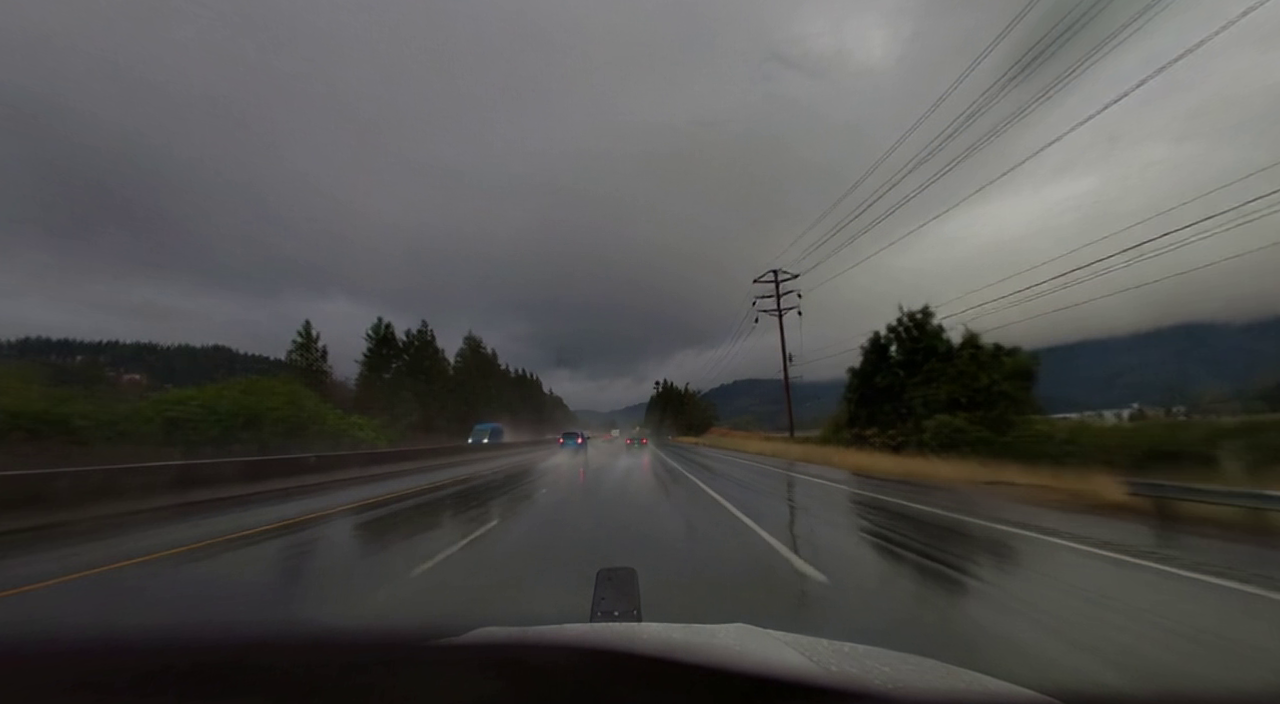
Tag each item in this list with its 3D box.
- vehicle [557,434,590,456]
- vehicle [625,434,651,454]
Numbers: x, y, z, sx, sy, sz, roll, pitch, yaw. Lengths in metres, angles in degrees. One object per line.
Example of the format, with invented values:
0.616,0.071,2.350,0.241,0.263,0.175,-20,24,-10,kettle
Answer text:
-4.569,6.443,43.811,1.911,1.477,3.807,0,-8,0,vehicle
-0.172,6.869,47.221,1.890,1.472,3.716,0,-8,-1,vehicle
